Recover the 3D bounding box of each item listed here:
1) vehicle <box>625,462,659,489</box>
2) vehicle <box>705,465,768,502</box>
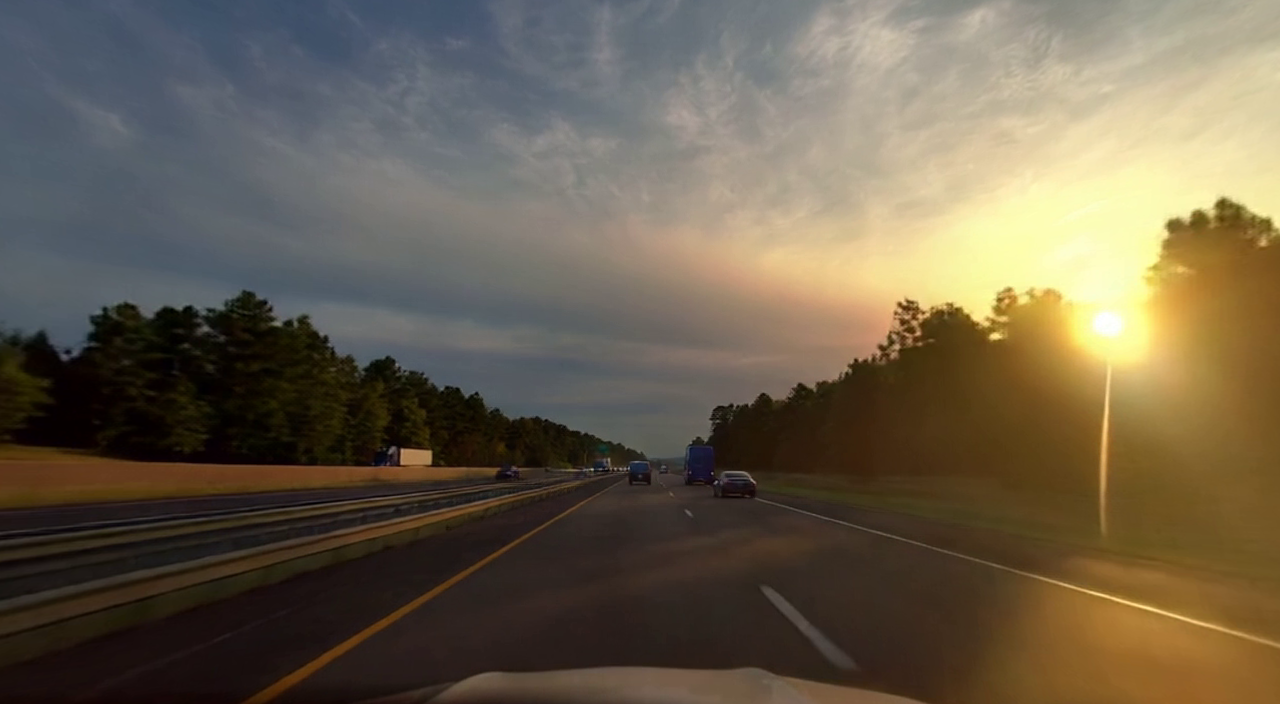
[{"bbox_3d":[0.155,8.509,43.483,2.212,1.717,4.452,0,-10,1],"label":"vehicle"},{"bbox_3d":[4.367,6.057,29.343,2.073,1.532,4.969,1,-10,-1],"label":"vehicle"}]
